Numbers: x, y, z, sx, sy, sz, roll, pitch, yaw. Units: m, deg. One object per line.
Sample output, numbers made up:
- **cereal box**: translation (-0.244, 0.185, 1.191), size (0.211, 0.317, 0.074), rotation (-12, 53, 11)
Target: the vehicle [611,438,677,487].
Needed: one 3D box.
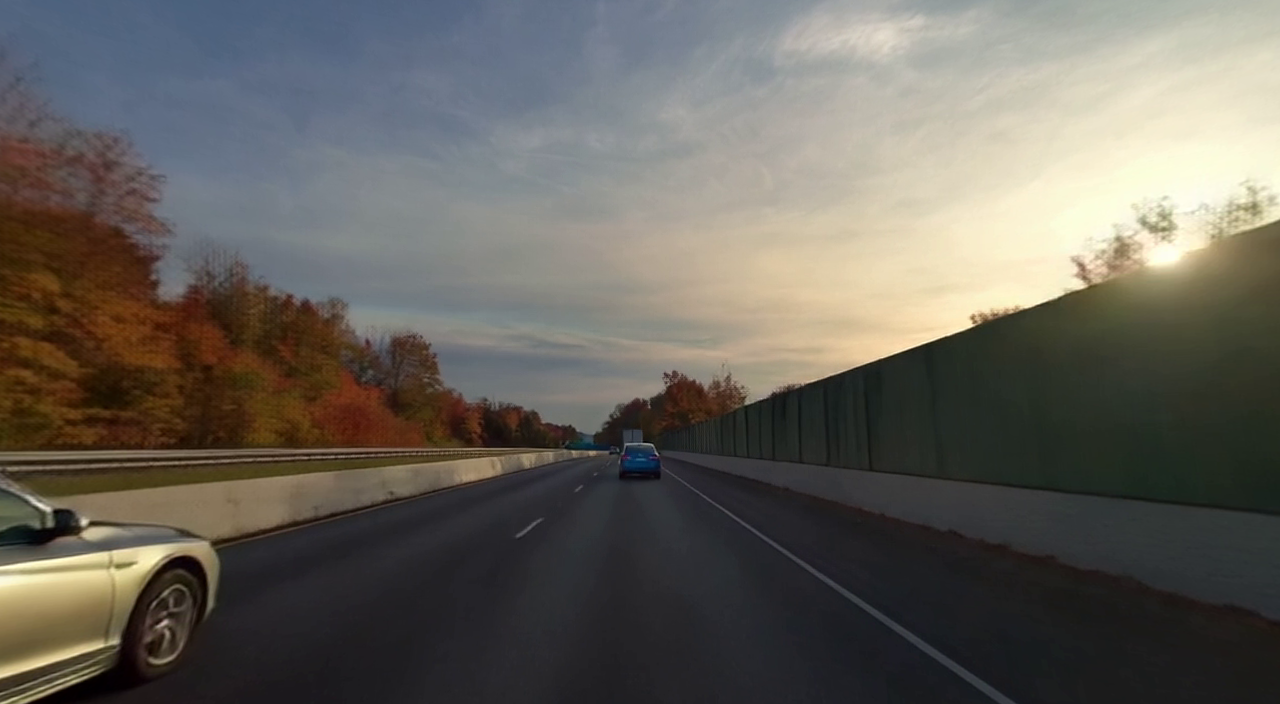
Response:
- **vehicle**: translation (0.080, 3.775, 21.872), size (2.057, 1.516, 4.065), rotation (0, -8, -1)
